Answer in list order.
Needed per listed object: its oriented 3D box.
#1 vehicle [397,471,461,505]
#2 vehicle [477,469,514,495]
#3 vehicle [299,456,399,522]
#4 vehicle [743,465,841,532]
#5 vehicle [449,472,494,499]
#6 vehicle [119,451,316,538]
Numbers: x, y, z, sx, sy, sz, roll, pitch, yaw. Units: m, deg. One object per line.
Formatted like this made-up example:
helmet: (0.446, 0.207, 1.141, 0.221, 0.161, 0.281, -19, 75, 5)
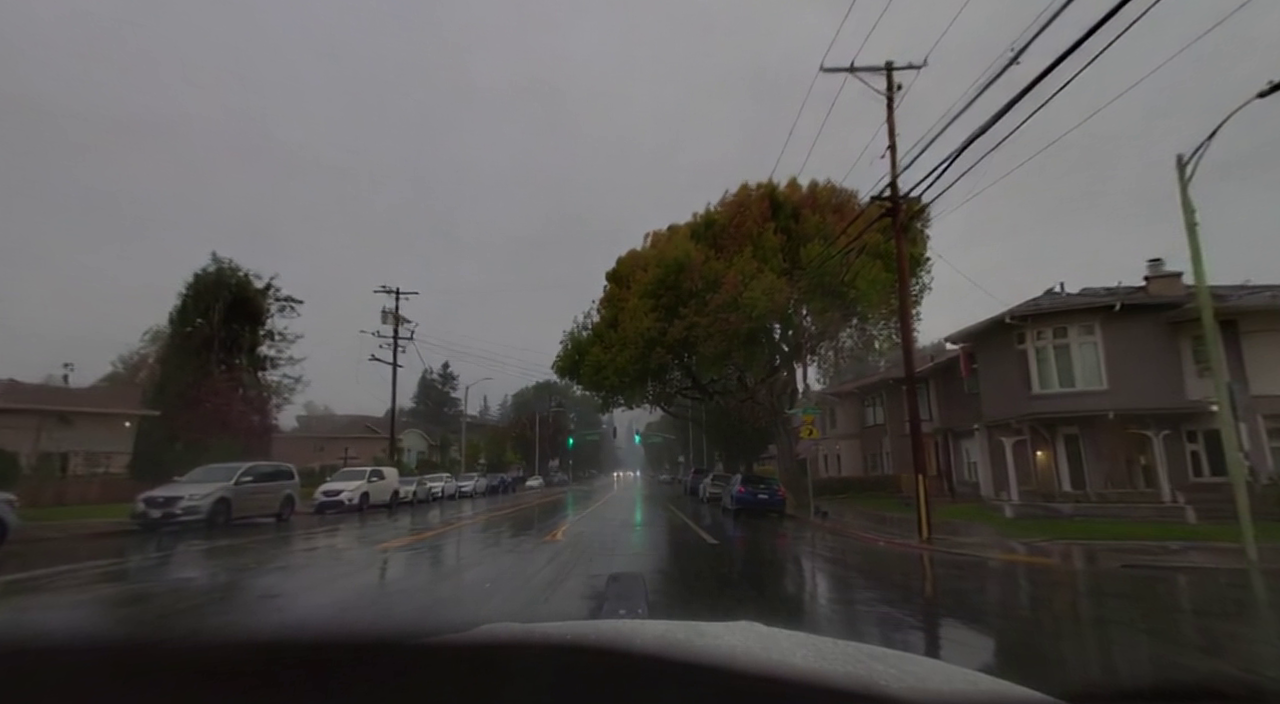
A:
vehicle: (-11.128, 7.203, 33.667, 2.051, 1.520, 4.374, 0, -9, -2)
vehicle: (-11.222, 10.116, 49.504, 1.948, 1.777, 4.546, 0, -9, -2)
vehicle: (-11.308, 5.263, 24.877, 1.926, 1.998, 4.447, -4, -6, -1)
vehicle: (4.411, 4.278, 18.994, 1.867, 1.680, 4.176, 0, -9, 0)
vehicle: (-11.351, 9.016, 42.909, 1.903, 1.535, 4.342, 0, -9, -1)
vehicle: (-11.096, 3.702, 17.171, 2.056, 1.980, 4.763, 0, -9, -1)
